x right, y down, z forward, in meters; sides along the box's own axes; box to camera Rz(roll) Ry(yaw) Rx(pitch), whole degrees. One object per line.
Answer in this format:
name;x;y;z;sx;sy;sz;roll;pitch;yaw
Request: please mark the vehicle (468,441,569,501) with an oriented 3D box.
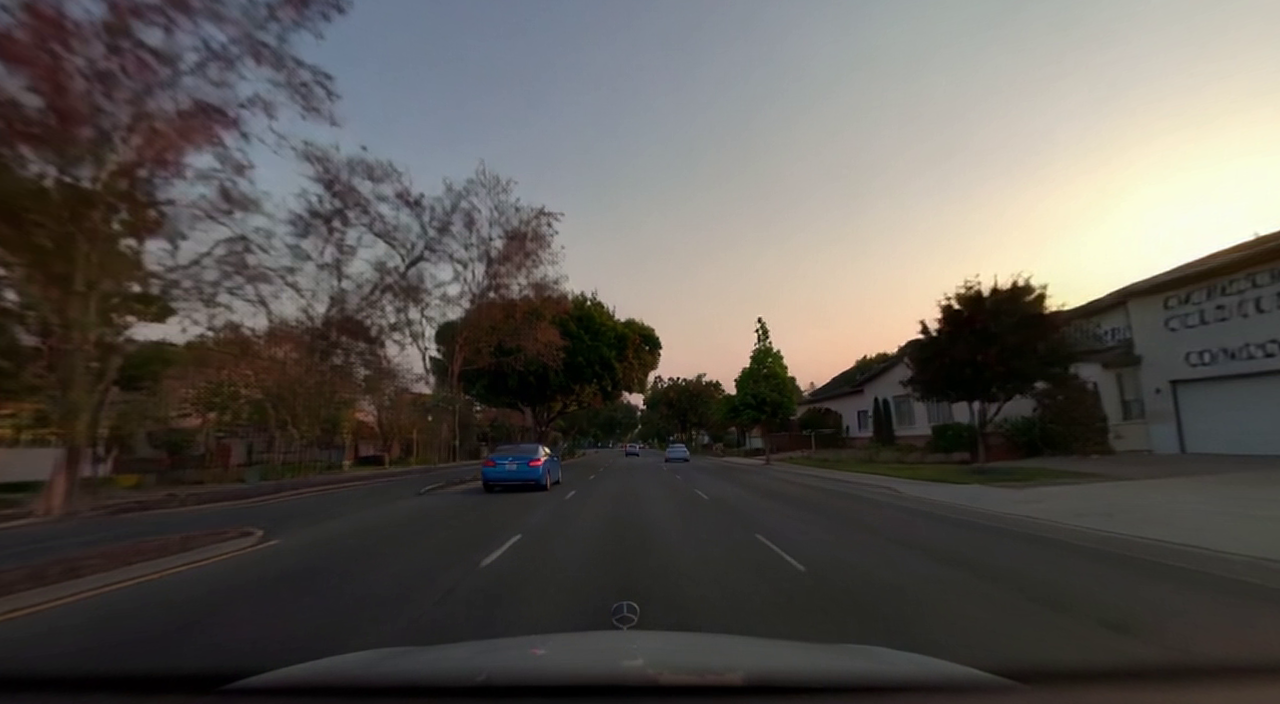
vehicle;-3.306;3.310;18.061;2.005;1.477;4.169;-1;-8;1
